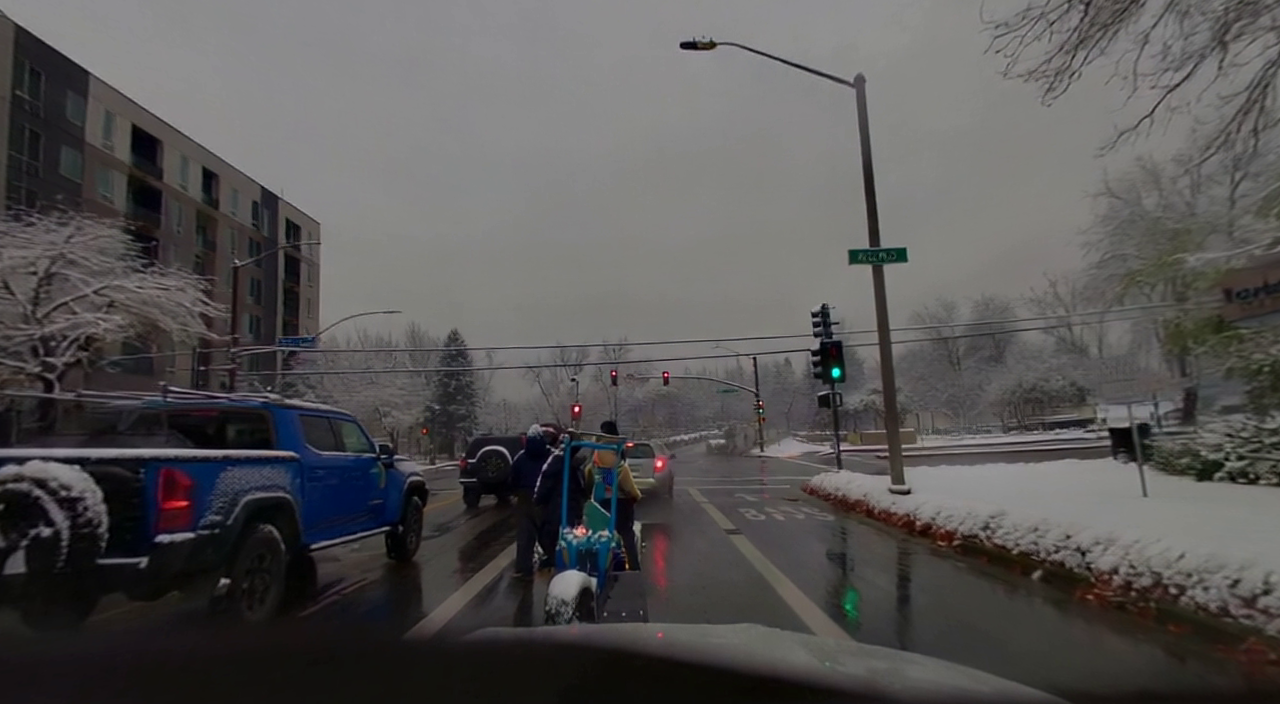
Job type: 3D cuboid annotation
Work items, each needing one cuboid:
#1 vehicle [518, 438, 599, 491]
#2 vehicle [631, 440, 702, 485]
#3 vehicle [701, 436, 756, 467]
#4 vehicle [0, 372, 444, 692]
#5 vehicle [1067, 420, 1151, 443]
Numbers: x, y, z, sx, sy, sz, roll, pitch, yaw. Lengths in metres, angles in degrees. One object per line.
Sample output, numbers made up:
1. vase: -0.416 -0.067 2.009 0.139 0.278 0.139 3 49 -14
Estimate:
1. vehicle: -2.706 3.849 21.847 1.935 1.615 4.073 -1 -8 5
2. vehicle: 1.071 3.944 22.728 2.025 1.458 4.085 -2 -9 10
3. vehicle: 5.206 5.754 36.550 2.082 1.671 3.992 -4 -9 25
4. vehicle: -3.575 1.343 5.853 2.000 1.809 4.405 0 -8 1
5. vehicle: 30.696 5.237 41.171 1.751 1.420 4.027 8 -12 -42
